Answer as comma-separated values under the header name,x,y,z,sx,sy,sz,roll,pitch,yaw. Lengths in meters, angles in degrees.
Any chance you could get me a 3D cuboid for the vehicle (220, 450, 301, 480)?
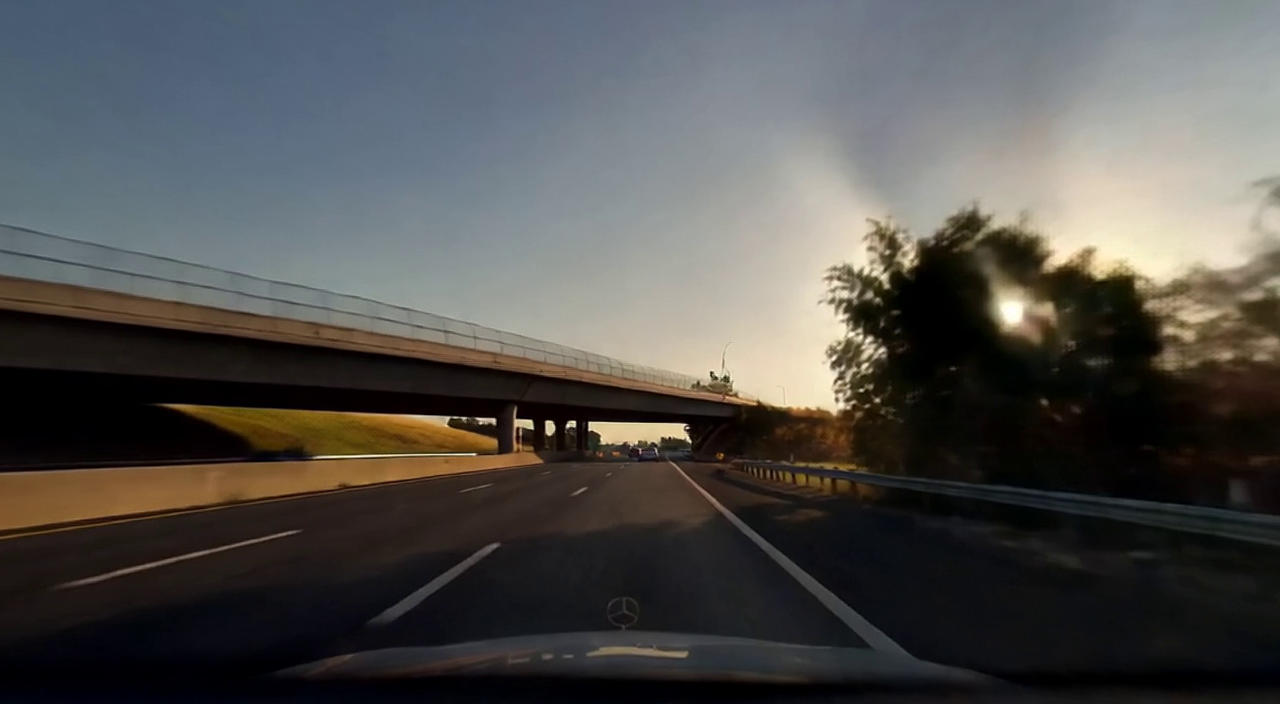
name,x,y,z,sx,sy,sz,roll,pitch,yaw
vehicle,-20.460,6.088,34.215,1.785,1.476,4.034,0,-9,1
